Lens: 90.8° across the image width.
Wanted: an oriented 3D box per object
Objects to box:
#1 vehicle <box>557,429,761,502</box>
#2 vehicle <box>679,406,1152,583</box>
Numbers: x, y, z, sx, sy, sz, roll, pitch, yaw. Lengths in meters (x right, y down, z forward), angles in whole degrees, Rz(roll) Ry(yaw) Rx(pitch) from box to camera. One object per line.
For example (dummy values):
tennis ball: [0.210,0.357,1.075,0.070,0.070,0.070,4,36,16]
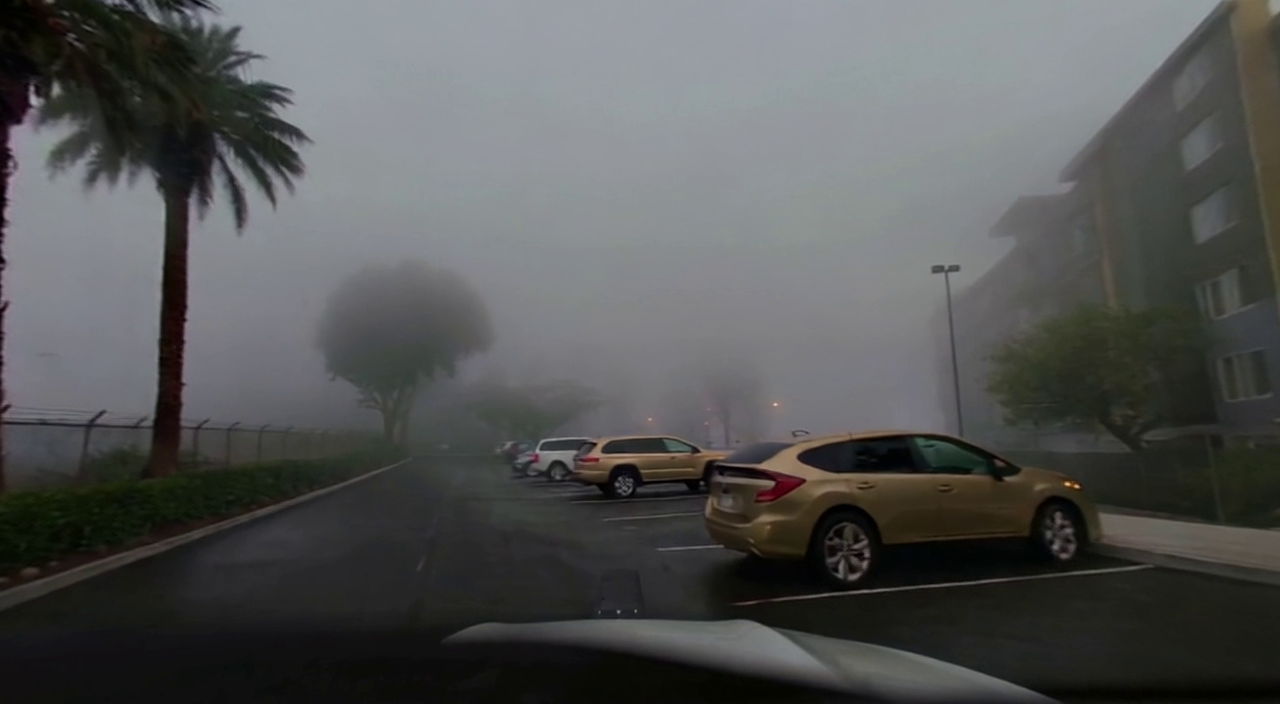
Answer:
vehicle: [0.527,3.166,17.954,5.381,1.826,2.047,3,-9,-19]
vehicle: [3.031,1.646,7.171,4.803,1.520,1.894,6,-14,-19]
